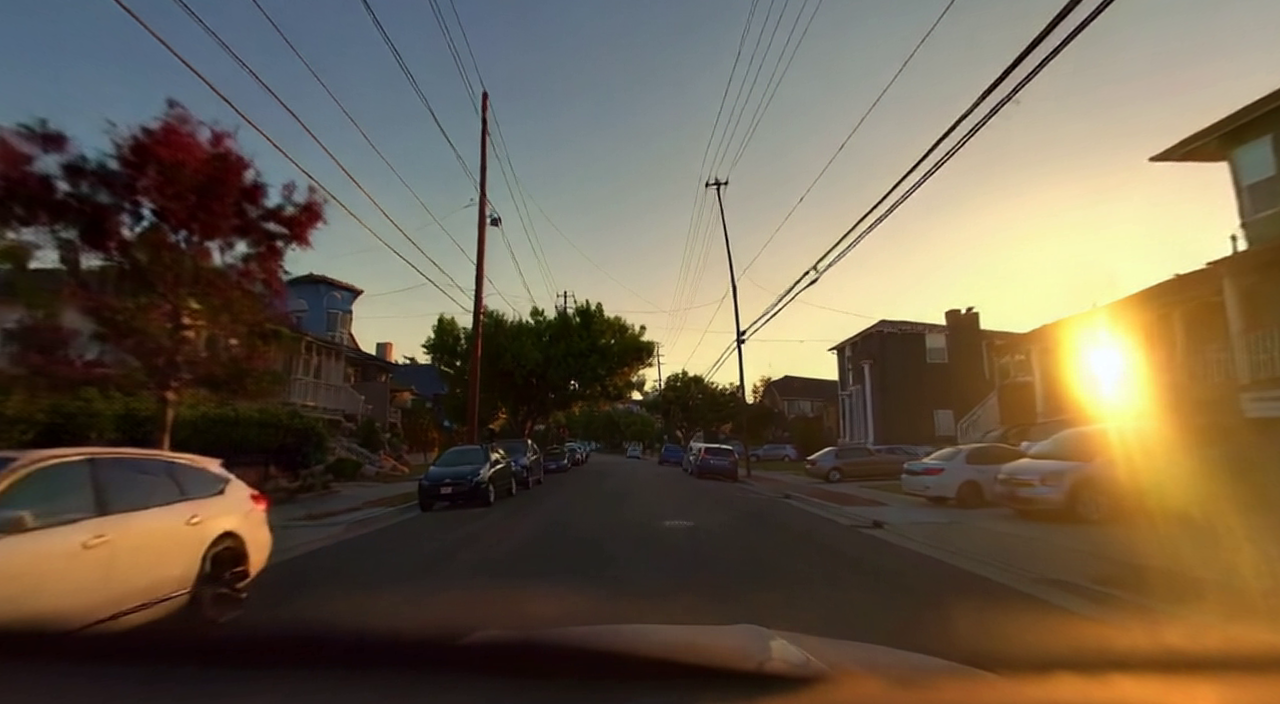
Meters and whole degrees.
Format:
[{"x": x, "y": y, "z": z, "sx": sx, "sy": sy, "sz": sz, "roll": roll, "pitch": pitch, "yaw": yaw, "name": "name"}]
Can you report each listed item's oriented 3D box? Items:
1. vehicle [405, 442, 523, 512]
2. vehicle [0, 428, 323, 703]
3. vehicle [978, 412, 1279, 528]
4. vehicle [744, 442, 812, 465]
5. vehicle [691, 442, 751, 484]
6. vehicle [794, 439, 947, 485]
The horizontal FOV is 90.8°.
[{"x": -4.212, "y": 3.024, "z": 15.857, "sx": 1.745, "sy": 1.490, "sz": 4.304, "roll": 0, "pitch": -9, "yaw": 0, "name": "vehicle"}, {"x": -4.049, "y": 1.196, "z": 3.645, "sx": 1.925, "sy": 1.463, "sz": 4.700, "roll": 0, "pitch": -9, "yaw": 1, "name": "vehicle"}, {"x": 8.838, "y": 2.047, "z": 11.252, "sx": 4.512, "sy": 1.841, "sz": 1.912, "roll": 0, "pitch": -9, "yaw": -4, "name": "vehicle"}, {"x": 9.305, "y": 6.893, "z": 42.835, "sx": 4.148, "sy": 1.516, "sz": 1.976, "roll": 0, "pitch": -8, "yaw": -2, "name": "vehicle"}, {"x": 3.228, "y": 4.515, "z": 25.938, "sx": 1.916, "sy": 1.587, "sz": 3.986, "roll": 0, "pitch": -9, "yaw": 0, "name": "vehicle"}, {"x": 7.739, "y": 3.736, "z": 21.597, "sx": 4.480, "sy": 1.497, "sz": 1.884, "roll": 0, "pitch": -9, "yaw": 1, "name": "vehicle"}]
